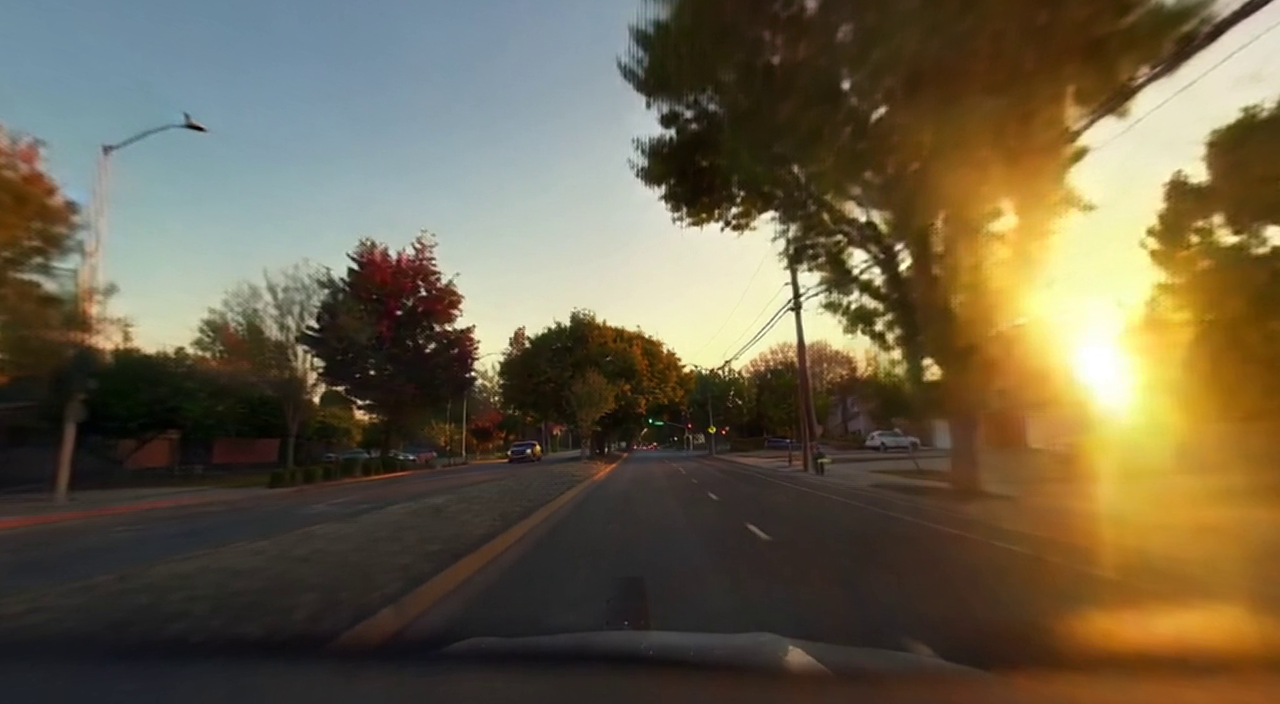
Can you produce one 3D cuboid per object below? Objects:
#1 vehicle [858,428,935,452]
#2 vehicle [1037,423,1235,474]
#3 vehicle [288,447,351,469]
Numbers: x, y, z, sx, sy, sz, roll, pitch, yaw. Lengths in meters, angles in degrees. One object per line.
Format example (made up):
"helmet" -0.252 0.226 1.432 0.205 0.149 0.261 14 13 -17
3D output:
"vehicle" 18.520 6.377 45.628 4.591 1.718 2.107 0 -9 -3
"vehicle" 14.687 2.919 18.965 4.253 1.397 1.717 -3 -9 18
"vehicle" -22.061 7.310 43.493 3.459 1.419 1.631 -1 -9 -2
